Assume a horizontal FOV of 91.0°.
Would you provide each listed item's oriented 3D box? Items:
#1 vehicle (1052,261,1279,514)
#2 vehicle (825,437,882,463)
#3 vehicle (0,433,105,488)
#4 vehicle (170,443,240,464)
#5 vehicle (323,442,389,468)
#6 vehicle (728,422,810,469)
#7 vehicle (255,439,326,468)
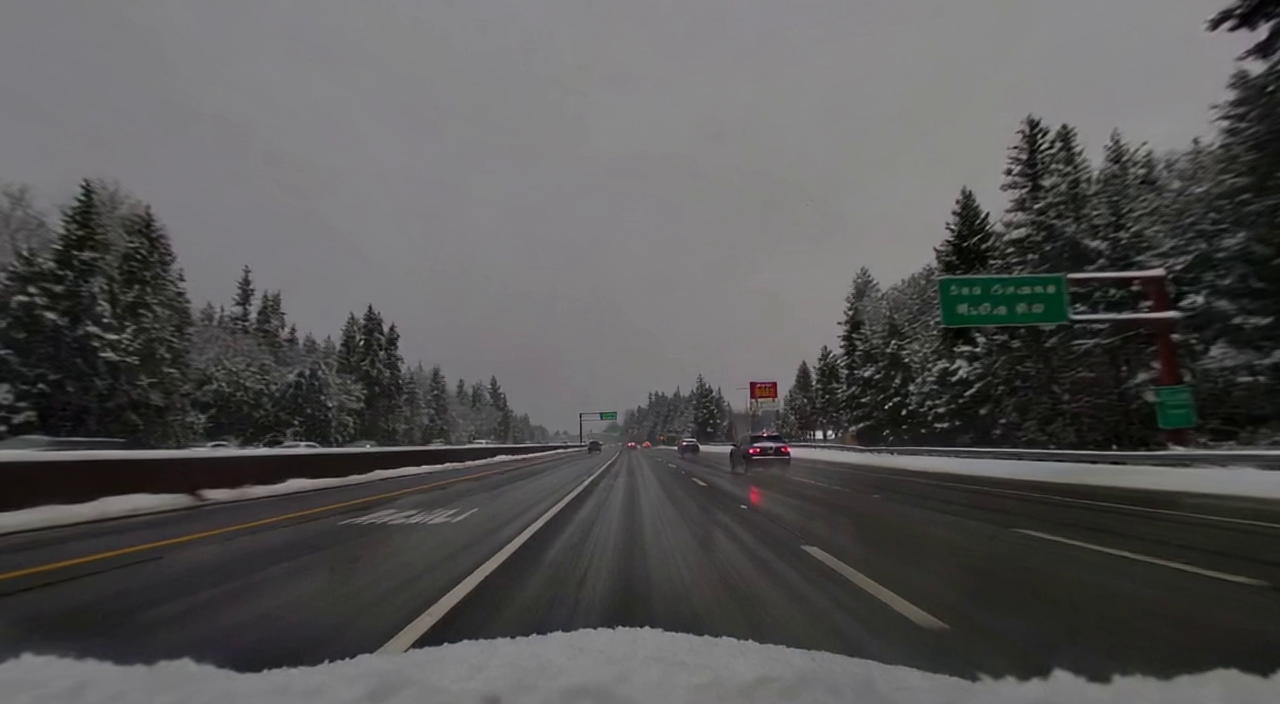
[{"bbox_3d":[11.108,0.569,9.730,3.015,3.760,9.287,0,-8,-1],"label":"vehicle"},{"bbox_3d":[13.954,6.436,41.491,2.072,1.611,4.387,0,-8,-2],"label":"vehicle"},{"bbox_3d":[-21.212,3.660,21.397,2.000,1.705,4.631,0,-8,-1],"label":"vehicle"},{"bbox_3d":[-32.196,7.511,46.805,1.865,1.476,4.727,0,-8,-1],"label":"vehicle"},{"bbox_3d":[-17.060,6.210,38.085,1.948,1.443,4.522,0,-8,-1],"label":"vehicle"},{"bbox_3d":[6.963,5.234,35.340,2.779,2.339,8.073,0,-8,-1],"label":"vehicle"},{"bbox_3d":[-21.456,6.210,38.837,1.821,1.658,4.405,0,-8,-1],"label":"vehicle"}]
